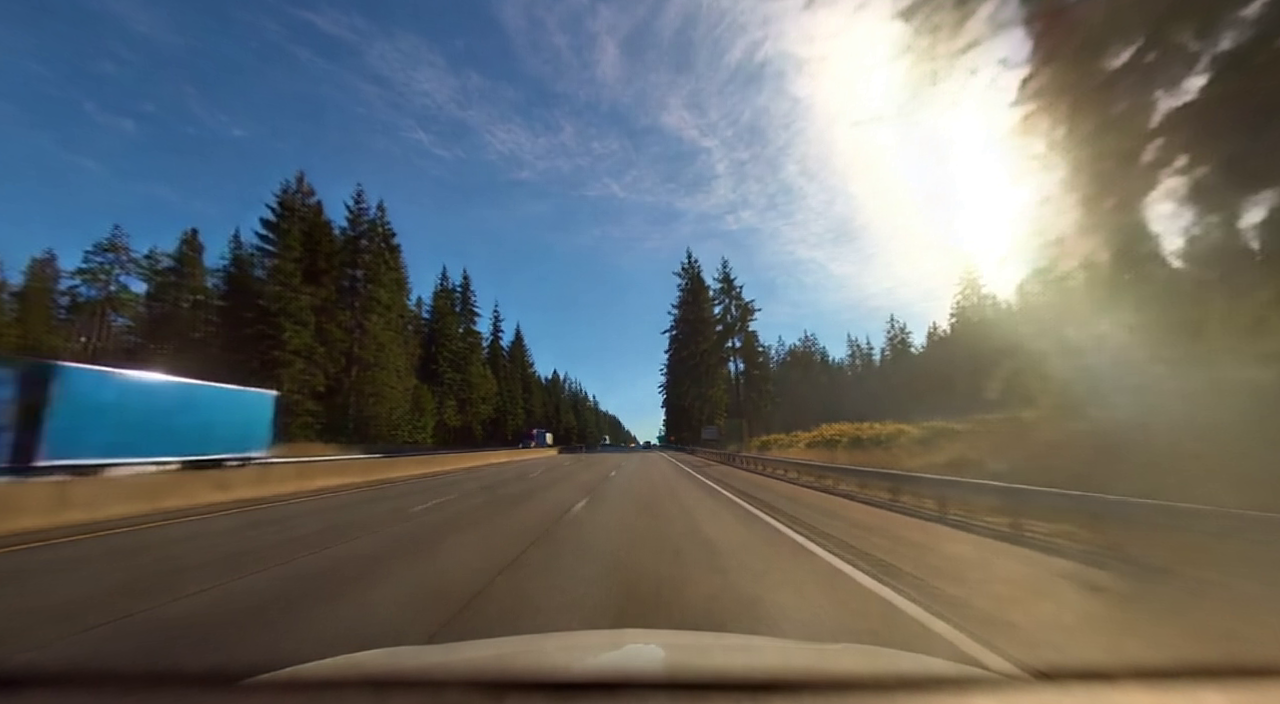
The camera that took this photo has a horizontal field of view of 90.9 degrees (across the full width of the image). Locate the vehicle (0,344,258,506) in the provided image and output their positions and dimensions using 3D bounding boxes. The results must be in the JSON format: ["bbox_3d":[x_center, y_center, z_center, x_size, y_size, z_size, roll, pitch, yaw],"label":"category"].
[{"bbox_3d":[-17.226,2.469,20.087,2.939,3.962,11.102,0,-8,1],"label":"vehicle"}]
